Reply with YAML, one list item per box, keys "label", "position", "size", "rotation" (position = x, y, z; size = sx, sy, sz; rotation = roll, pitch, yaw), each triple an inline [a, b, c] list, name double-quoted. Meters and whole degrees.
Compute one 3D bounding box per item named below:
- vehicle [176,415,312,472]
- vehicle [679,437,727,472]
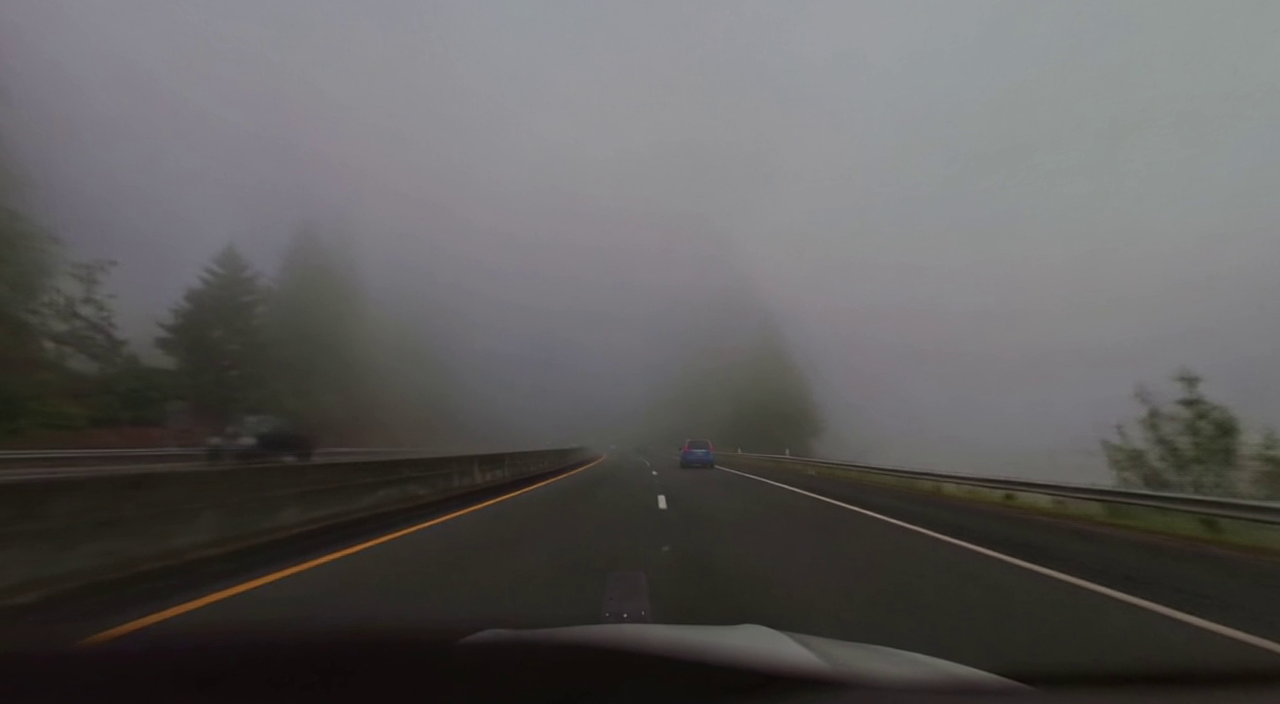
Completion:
- label: "vehicle"
  position: [-14.775, 3.464, 23.889]
  size: [2.054, 1.939, 4.675]
  rotation: [0, -8, 1]
- label: "vehicle"
  position: [3.301, 5.431, 33.676]
  size: [2.079, 1.729, 4.380]
  rotation: [0, -8, 0]
